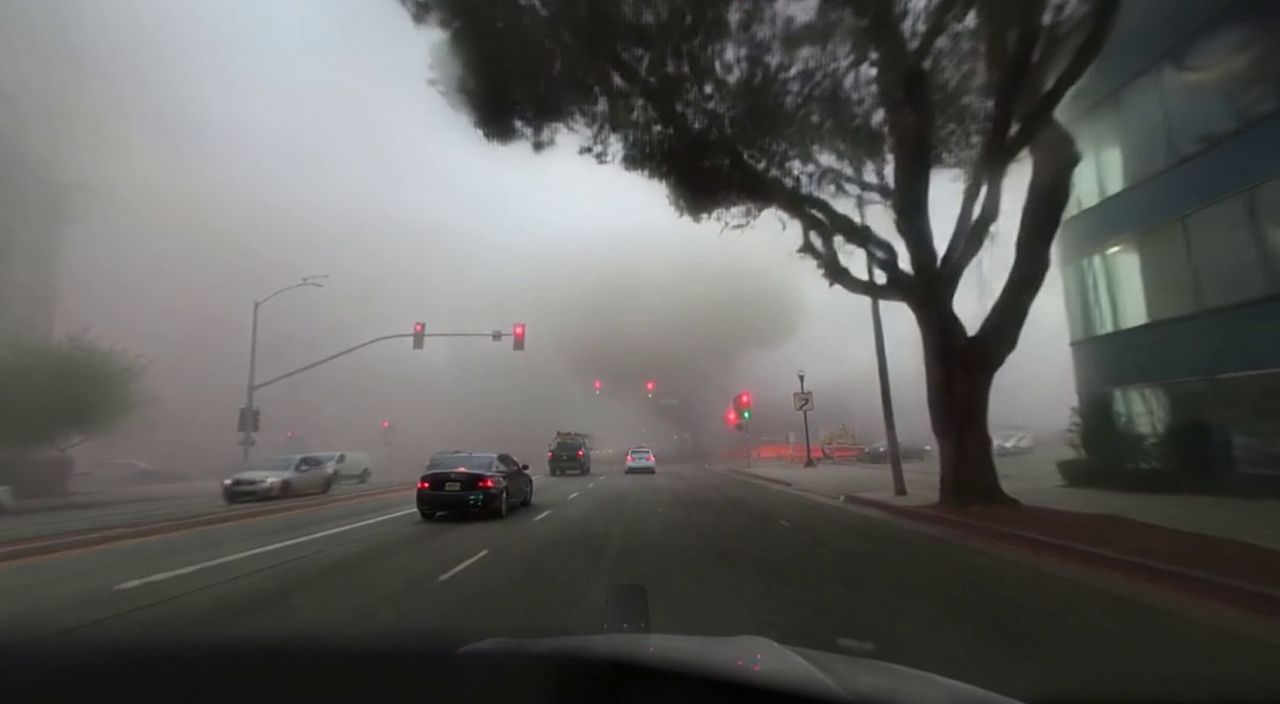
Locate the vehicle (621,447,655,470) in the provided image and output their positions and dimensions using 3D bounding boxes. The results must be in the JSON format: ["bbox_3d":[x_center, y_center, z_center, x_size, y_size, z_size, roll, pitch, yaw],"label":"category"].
[{"bbox_3d":[-0.092,7.104,42.219,2.171,1.422,4.146,0,-9,1],"label":"vehicle"}]

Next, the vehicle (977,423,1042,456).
[{"bbox_3d":[23.653,5.610,40.247,2.304,1.936,5.023,-9,-12,43],"label":"vehicle"}]

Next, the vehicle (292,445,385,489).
[{"bbox_3d":[-15.383,5.851,32.569,2.270,1.978,5.032,-2,-9,1],"label":"vehicle"}]

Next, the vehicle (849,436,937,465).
[{"bbox_3d":[13.441,5.218,33.546,4.061,1.465,1.803,2,-8,-17],"label":"vehicle"}]

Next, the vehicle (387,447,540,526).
[{"bbox_3d":[-3.563,2.791,13.748,1.959,1.406,4.527,0,-9,1],"label":"vehicle"}]

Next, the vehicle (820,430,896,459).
[{"bbox_3d":[12.171,5.176,35.245,3.500,1.563,1.871,2,-9,-19],"label":"vehicle"}]

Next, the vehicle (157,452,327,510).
[{"bbox_3d":[-11.996,3.886,19.496,2.050,1.498,4.703,-1,-9,3],"label":"vehicle"}]

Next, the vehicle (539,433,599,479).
[{"bbox_3d":[-3.322,4.995,30.534,2.240,2.054,4.662,0,-9,2],"label":"vehicle"}]
